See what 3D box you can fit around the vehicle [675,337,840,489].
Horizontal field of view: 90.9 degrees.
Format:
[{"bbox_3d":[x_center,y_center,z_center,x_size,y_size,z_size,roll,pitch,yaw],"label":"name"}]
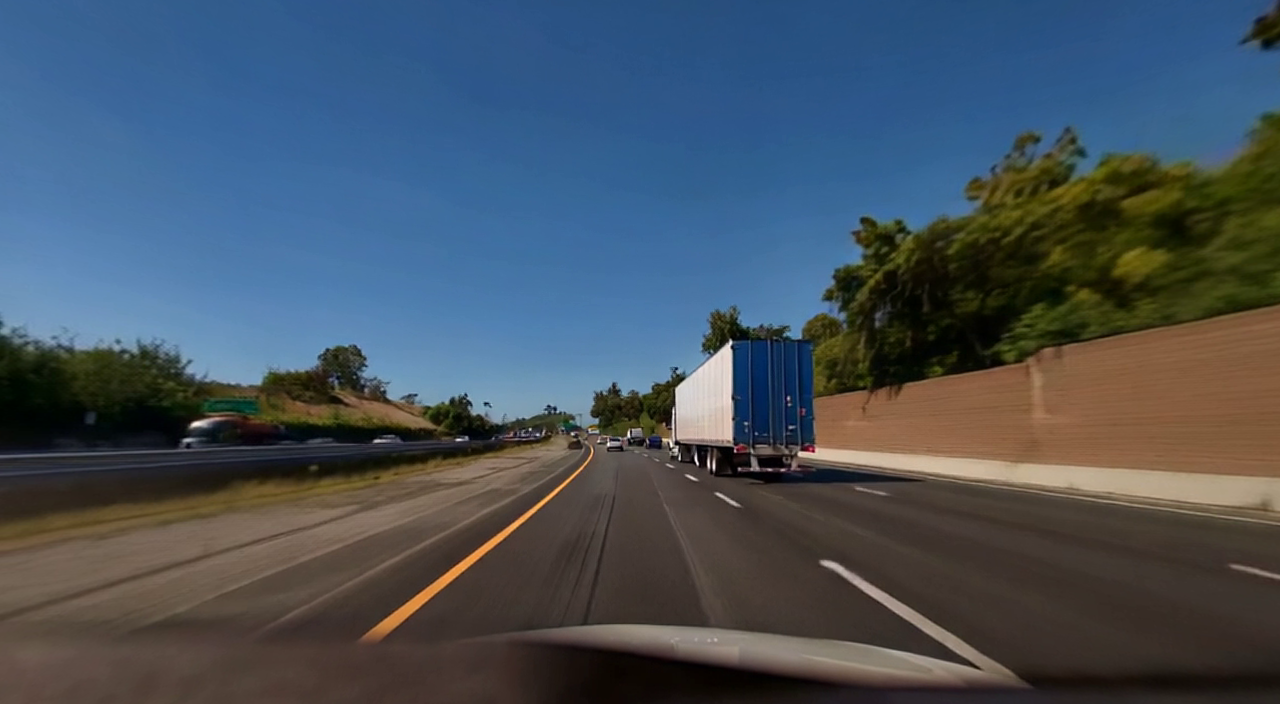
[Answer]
[{"bbox_3d":[3.506,2.502,23.920,2.965,4.033,14.299,0,-7,-2],"label":"vehicle"}]
